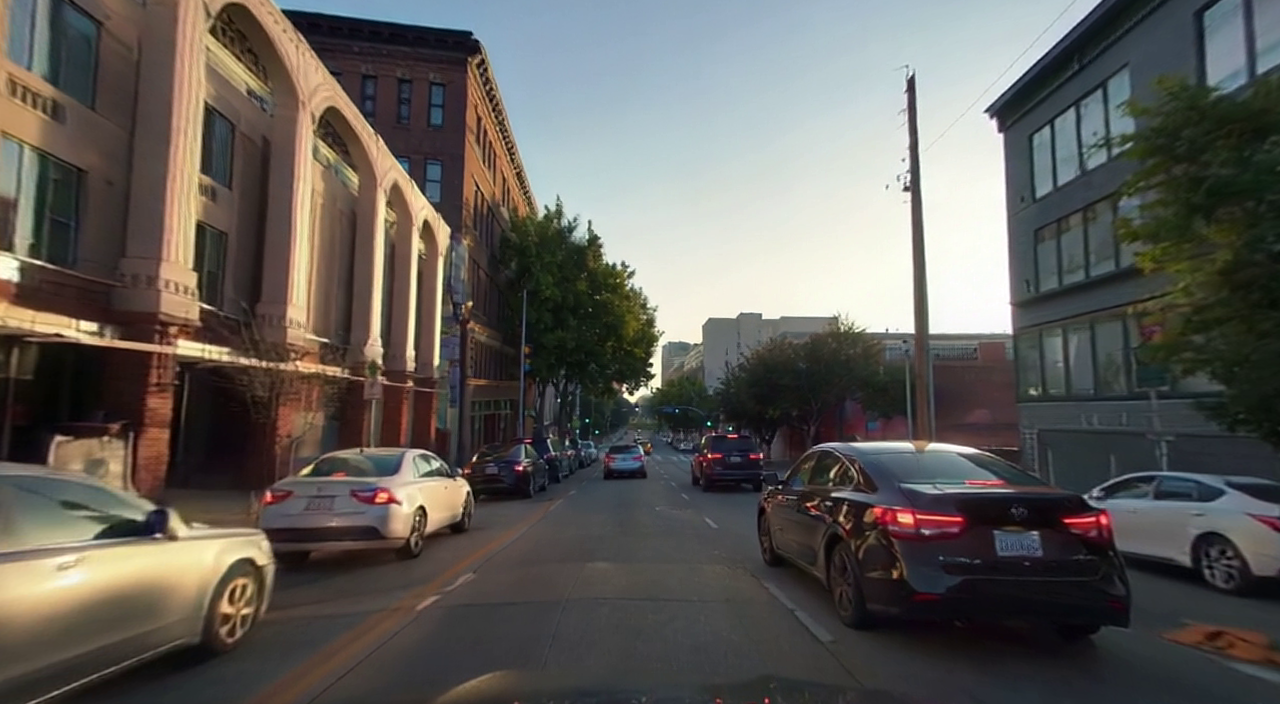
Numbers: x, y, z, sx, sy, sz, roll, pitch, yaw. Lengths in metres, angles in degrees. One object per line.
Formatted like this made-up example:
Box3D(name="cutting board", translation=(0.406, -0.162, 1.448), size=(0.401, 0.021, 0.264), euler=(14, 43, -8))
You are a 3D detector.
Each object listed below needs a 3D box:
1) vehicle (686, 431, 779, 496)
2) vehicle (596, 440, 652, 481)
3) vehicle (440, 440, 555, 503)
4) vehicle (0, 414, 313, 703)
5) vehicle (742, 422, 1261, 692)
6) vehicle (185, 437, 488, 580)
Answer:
Box3D(name="vehicle", translation=(2.645, 3.310, 19.090), size=(2.002, 1.707, 4.547), euler=(0, -8, -1))
Box3D(name="vehicle", translation=(-0.587, 4.146, 24.279), size=(2.007, 1.460, 3.923), euler=(0, -8, 0))
Box3D(name="vehicle", translation=(-3.698, 3.188, 17.270), size=(1.972, 1.471, 4.795), euler=(0, -8, 1))
Box3D(name="vehicle", translation=(-3.557, 1.033, 2.670), size=(1.955, 1.504, 4.618), euler=(0, -8, -2))
Box3D(name="vehicle", translation=(2.435, 1.501, 5.918), size=(2.080, 1.495, 4.591), euler=(0, -8, -1))
Box3D(name="vehicle", translation=(-3.679, 1.953, 8.753), size=(1.954, 1.462, 4.407), euler=(0, -8, 1))
